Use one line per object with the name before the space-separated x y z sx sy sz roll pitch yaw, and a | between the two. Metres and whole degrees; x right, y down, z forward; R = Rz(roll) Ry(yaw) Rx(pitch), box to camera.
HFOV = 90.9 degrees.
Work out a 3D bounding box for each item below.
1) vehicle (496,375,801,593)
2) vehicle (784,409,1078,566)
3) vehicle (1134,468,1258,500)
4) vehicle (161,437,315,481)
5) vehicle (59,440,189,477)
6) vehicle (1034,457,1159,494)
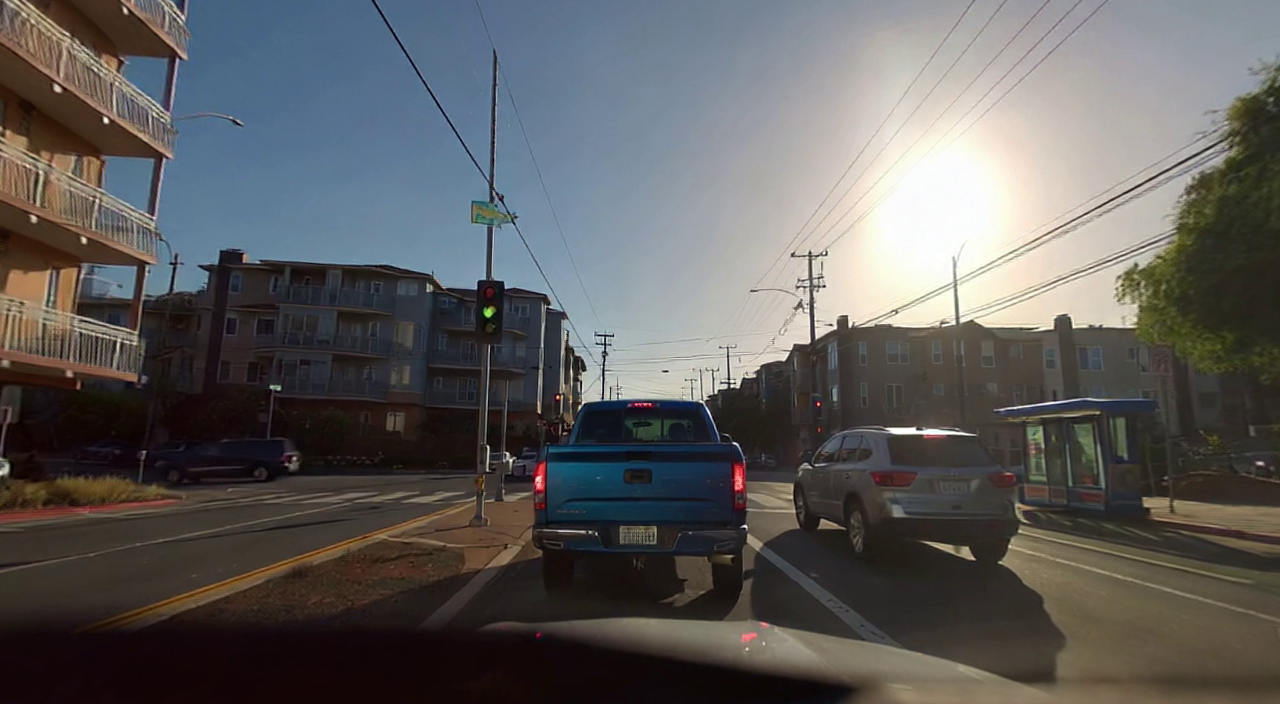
vehicle | 0.107 1.558 8.296 2.738 1.959 5.070 0 -8 1
vehicle | 3.849 1.885 9.581 2.131 1.759 4.762 0 -8 -1
vehicle | 26.379 6.279 30.001 4.071 1.388 1.884 0 -8 1
vehicle | -16.819 4.499 26.573 5.043 1.766 1.980 0 -9 -1
vehicle | -24.839 5.134 30.449 4.563 1.692 1.778 0 -8 -2
vehicle | 21.745 5.892 30.163 4.498 1.618 1.843 0 -8 0
